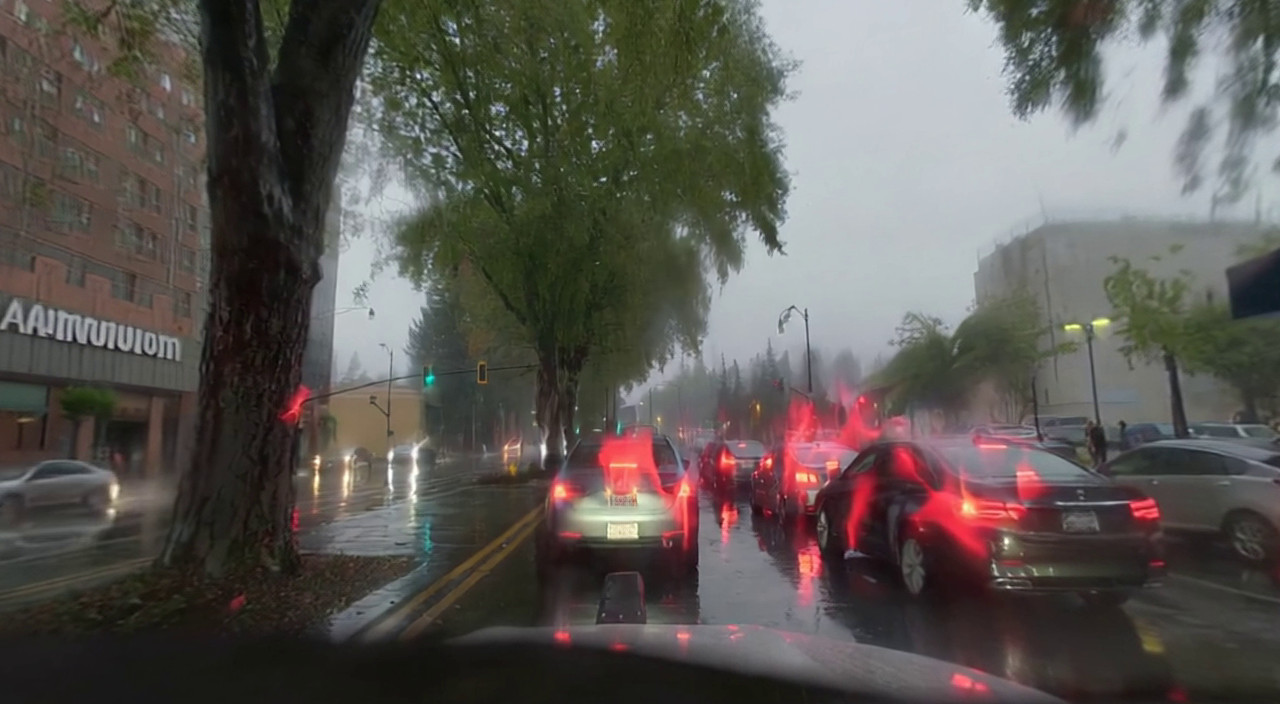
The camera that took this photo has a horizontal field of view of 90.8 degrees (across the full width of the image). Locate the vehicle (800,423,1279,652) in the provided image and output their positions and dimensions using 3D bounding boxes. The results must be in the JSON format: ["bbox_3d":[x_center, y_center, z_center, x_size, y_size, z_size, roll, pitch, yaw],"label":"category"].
[{"bbox_3d":[3.209,1.543,6.423,1.912,1.454,4.537,0,-9,-1],"label":"vehicle"}]

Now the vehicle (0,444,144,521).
[{"bbox_3d":[-14.676,3.089,15.483,1.933,1.614,4.042,0,-9,-4],"label":"vehicle"}]

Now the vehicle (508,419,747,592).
[{"bbox_3d":[-0.139,1.669,7.688,2.118,1.512,4.013,0,-9,-1],"label":"vehicle"}]
